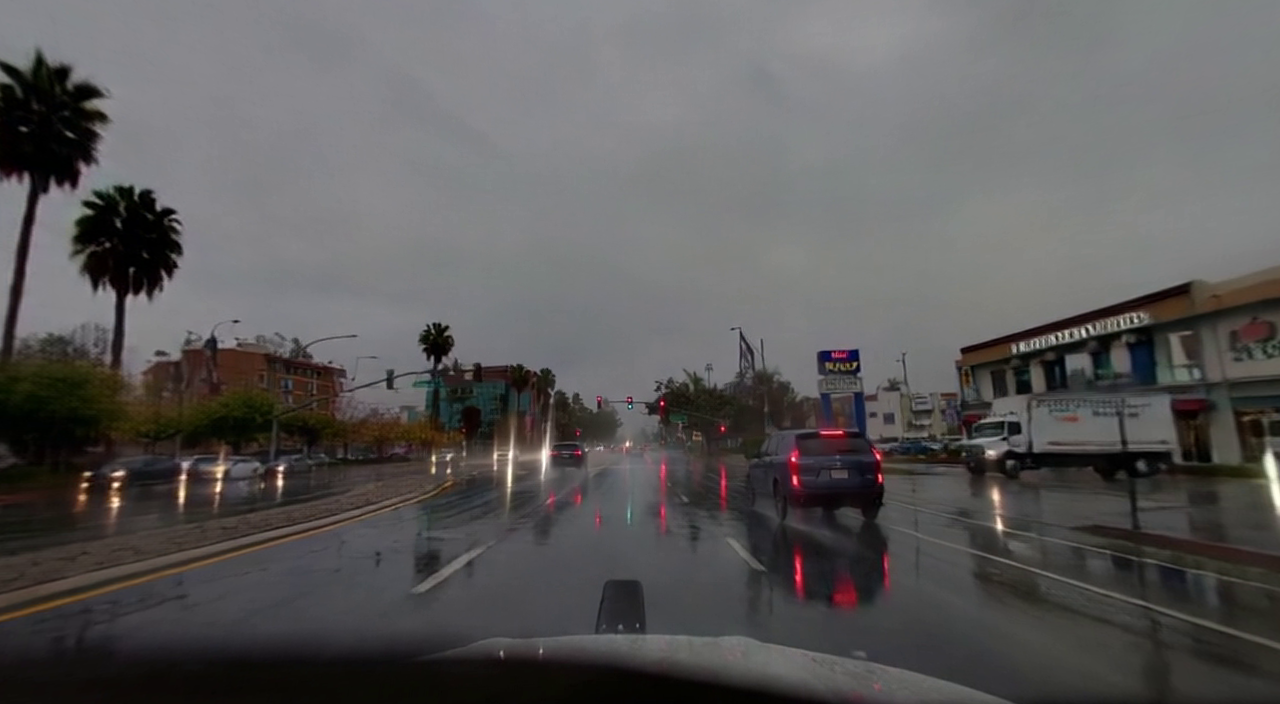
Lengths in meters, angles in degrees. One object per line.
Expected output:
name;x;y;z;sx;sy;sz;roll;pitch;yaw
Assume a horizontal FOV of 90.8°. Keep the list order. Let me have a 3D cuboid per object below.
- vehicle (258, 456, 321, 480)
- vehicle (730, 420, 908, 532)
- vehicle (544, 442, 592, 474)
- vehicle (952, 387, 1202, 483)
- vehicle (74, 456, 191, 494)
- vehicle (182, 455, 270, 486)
vehicle;-23.240;7.654;42.021;1.752;1.430;4.078;-1;-9;2
vehicle;3.071;2.234;11.922;1.982;1.711;4.276;0;-9;-2
vehicle;-3.597;5.383;32.142;2.034;1.498;3.995;0;-9;-1
vehicle;15.370;3.009;22.729;6.704;3.194;2.704;-1;-9;4
vehicle;-22.929;5.559;28.780;2.045;1.536;3.911;0;-9;0
vehicle;-23.184;6.642;35.651;1.997;1.434;4.569;-4;-9;-1
